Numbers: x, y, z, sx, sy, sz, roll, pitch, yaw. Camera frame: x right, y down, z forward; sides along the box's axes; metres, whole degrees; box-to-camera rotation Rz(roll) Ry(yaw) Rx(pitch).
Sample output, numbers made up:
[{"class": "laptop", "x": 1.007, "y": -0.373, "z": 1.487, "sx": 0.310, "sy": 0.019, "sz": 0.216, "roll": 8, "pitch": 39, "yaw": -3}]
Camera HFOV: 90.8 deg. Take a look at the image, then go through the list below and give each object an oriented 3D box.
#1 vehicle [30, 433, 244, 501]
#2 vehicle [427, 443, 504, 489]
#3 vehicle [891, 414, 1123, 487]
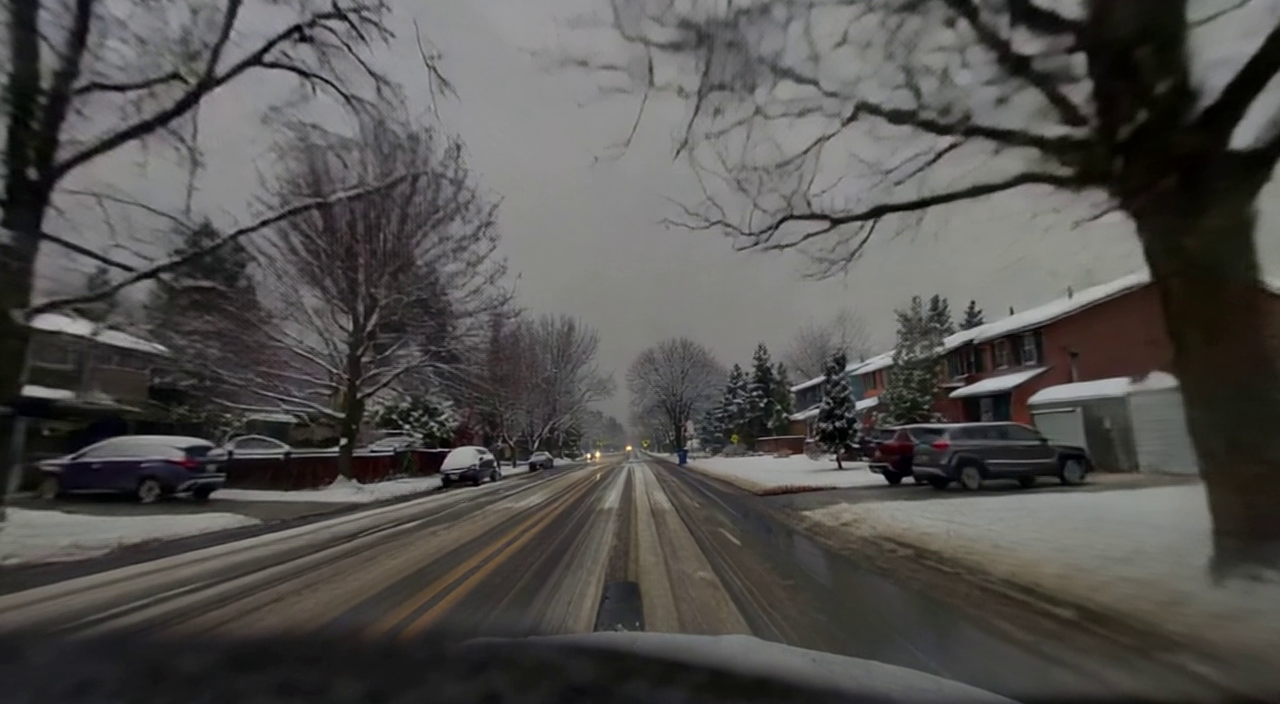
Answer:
[{"class": "vehicle", "x": -14.610, "y": 3.333, "z": 18.548, "sx": 4.602, "sy": 1.847, "sz": 1.976, "roll": -1, "pitch": -9, "yaw": 4}, {"class": "vehicle", "x": -7.850, "y": 5.131, "z": 28.907, "sx": 2.122, "sy": 1.739, "sz": 4.770, "roll": -4, "pitch": -8, "yaw": 0}, {"class": "vehicle", "x": 8.968, "y": 2.449, "z": 15.766, "sx": 4.535, "sy": 1.697, "sz": 1.968, "roll": 0, "pitch": -9, "yaw": -1}]
